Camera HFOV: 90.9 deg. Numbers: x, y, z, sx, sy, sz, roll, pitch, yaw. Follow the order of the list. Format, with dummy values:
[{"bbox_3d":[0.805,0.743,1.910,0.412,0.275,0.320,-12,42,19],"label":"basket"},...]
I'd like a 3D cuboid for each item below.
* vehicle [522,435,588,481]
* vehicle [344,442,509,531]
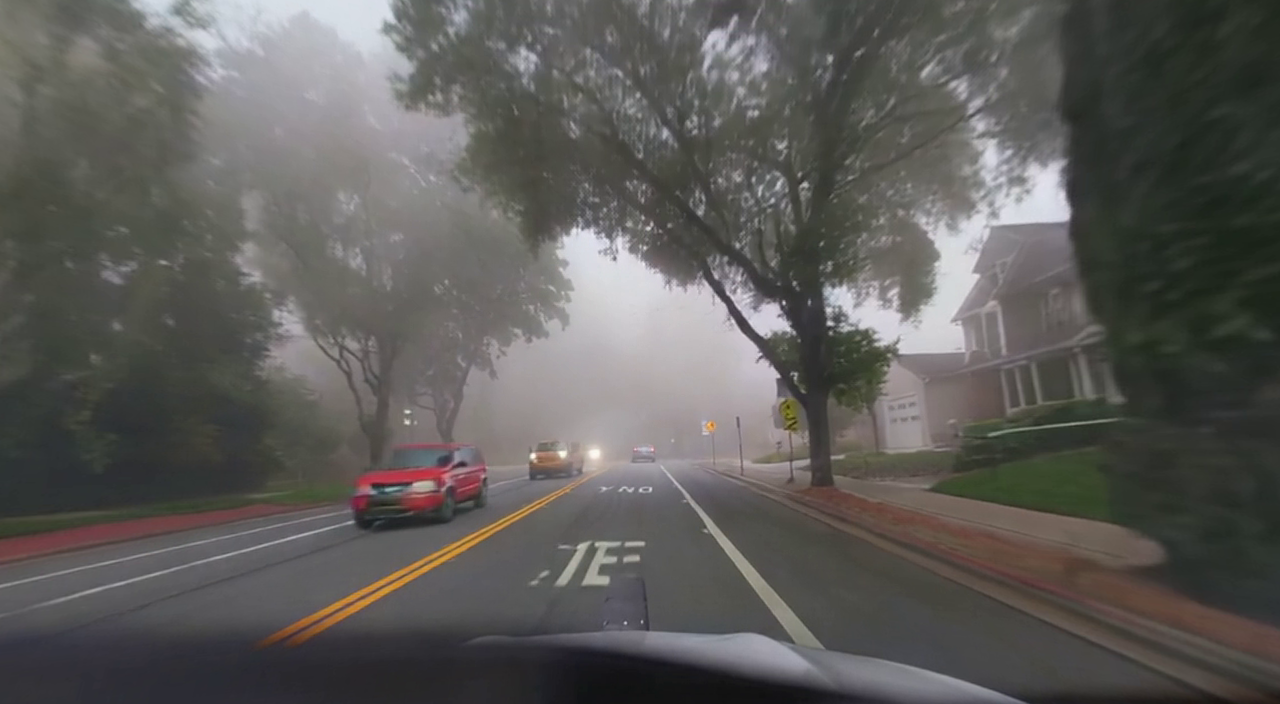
[{"bbox_3d":[-3.911,4.994,29.959,2.267,1.975,5.112,0,-9,2],"label":"vehicle"},{"bbox_3d":[-4.183,2.673,13.166,1.905,1.510,4.172,-1,-9,1],"label":"vehicle"}]
